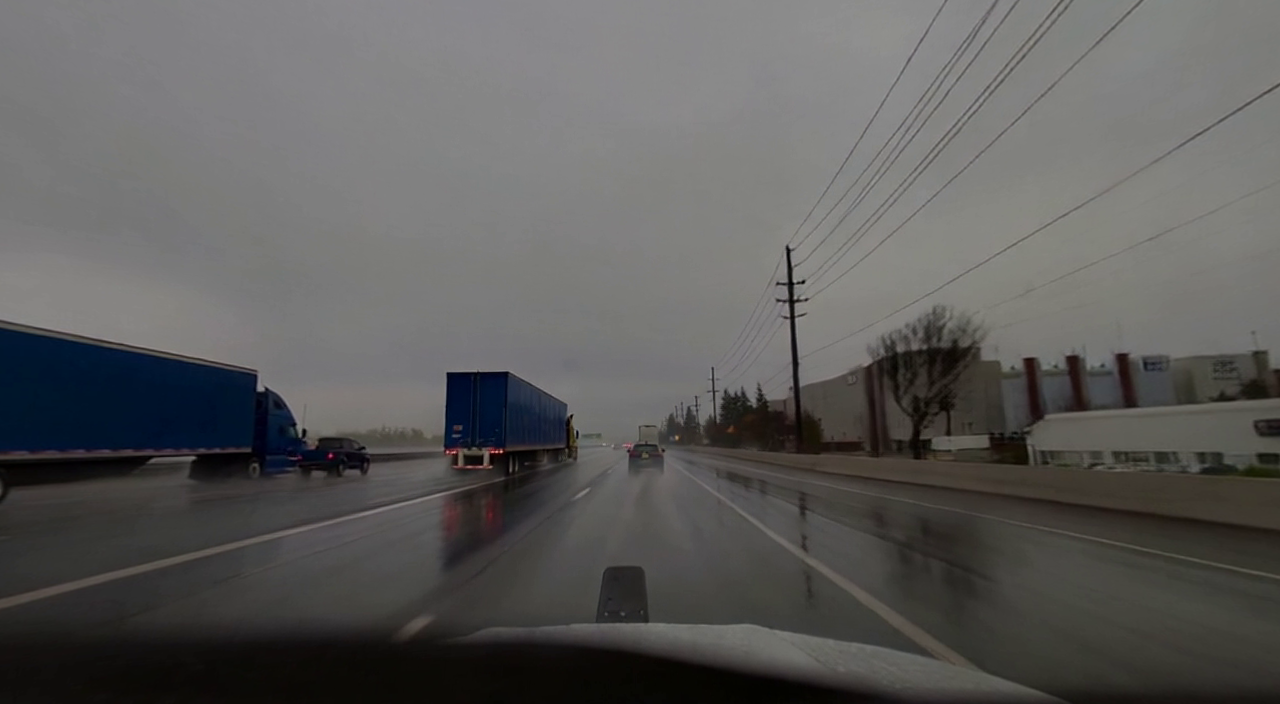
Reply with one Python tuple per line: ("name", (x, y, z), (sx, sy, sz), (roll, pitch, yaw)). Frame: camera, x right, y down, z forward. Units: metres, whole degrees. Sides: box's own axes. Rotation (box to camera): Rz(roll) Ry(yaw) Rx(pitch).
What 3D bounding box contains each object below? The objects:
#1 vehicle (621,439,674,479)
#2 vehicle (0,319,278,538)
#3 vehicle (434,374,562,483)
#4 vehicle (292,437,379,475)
("vehicle", (0.293, 4.471, 26.579), (2.055, 1.514, 4.323), (0, -8, 0))
("vehicle", (-10.701, 1.405, 11.080), (2.896, 3.140, 9.491), (0, -8, 1))
("vehicle", (-6.309, 4.012, 31.553), (2.907, 4.081, 15.311), (0, -8, 0))
("vehicle", (-14.667, 5.017, 30.727), (1.938, 1.679, 4.469), (0, -8, 1))
